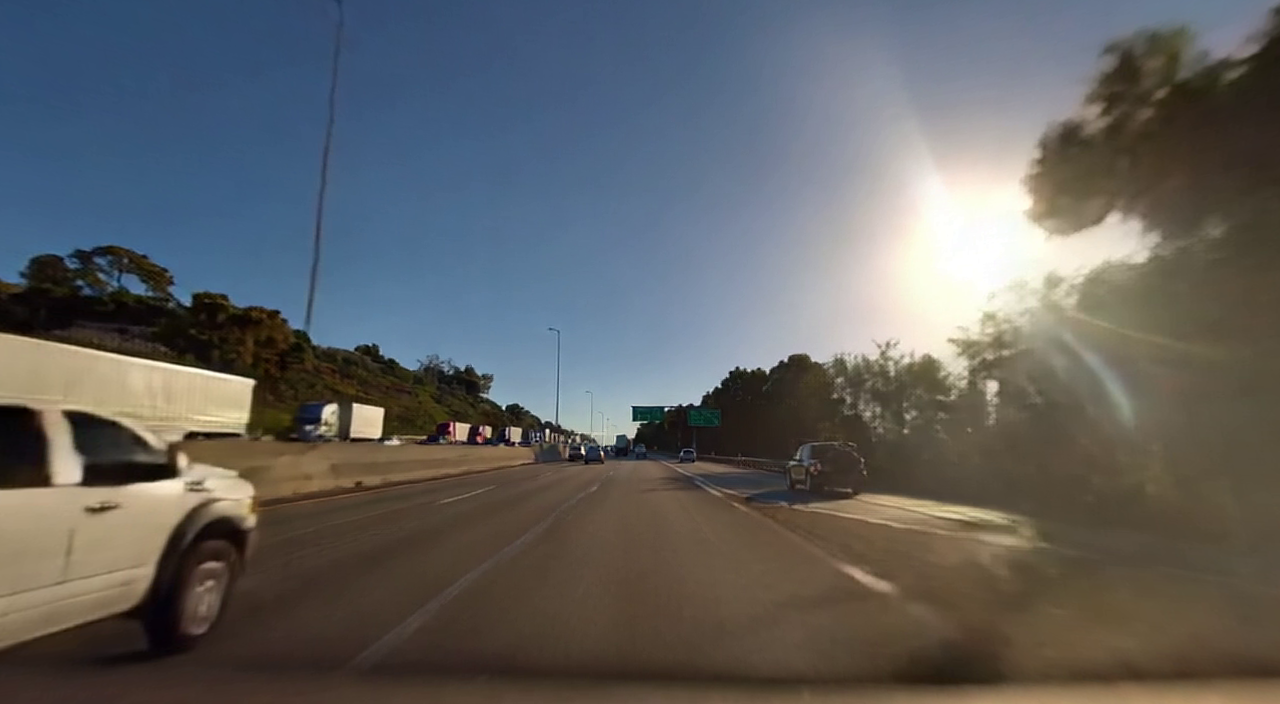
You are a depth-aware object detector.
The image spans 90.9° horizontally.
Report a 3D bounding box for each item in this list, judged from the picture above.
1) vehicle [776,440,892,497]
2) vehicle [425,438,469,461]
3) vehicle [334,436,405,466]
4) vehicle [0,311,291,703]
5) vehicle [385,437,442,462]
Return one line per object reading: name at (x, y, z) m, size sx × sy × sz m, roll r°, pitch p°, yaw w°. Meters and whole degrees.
vehicle at (6.538, 3.977, 21.809) m, size 2.080 × 1.725 × 4.252 m, roll 1°, pitch -9°, yaw -9°
vehicle at (-14.458, 7.358, 47.384) m, size 1.874 × 1.513 × 4.268 m, roll 2°, pitch -10°, yaw 0°
vehicle at (-14.192, 5.263, 33.364) m, size 1.879 × 1.444 × 4.337 m, roll 0°, pitch -9°, yaw -1°
vehicle at (-3.933, 0.736, 2.377) m, size 2.220 × 1.928 × 5.176 m, roll 0°, pitch -9°, yaw 0°
vehicle at (-14.227, 6.190, 39.811) m, size 1.967 × 1.454 × 4.432 m, roll 0°, pitch -9°, yaw 0°
